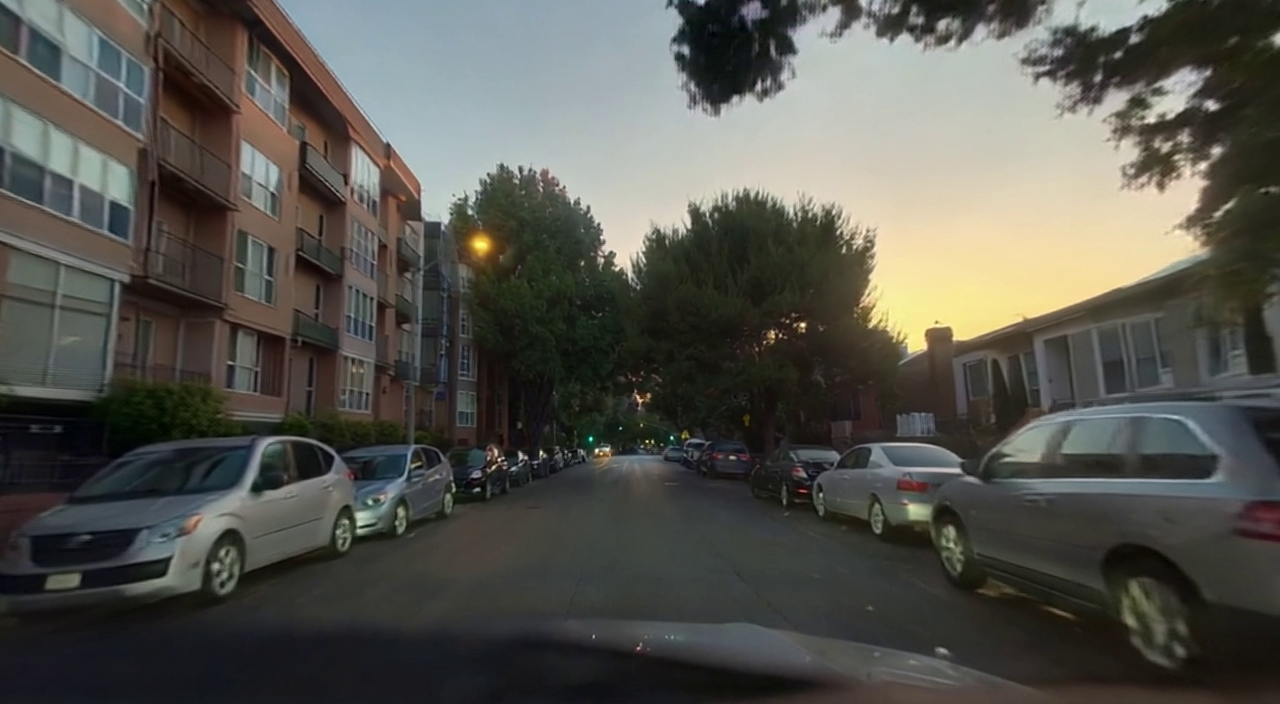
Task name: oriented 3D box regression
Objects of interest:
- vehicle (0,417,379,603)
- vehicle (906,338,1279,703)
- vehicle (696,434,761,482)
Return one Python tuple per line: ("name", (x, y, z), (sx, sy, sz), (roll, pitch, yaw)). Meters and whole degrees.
("vehicle", (-5.087, 1.695, 7.695), (2.274, 1.679, 3.639), (0, -8, -1))
("vehicle", (3.903, 1.154, 4.820), (1.911, 1.835, 4.599), (-1, -8, 3))
("vehicle", (3.571, 4.384, 26.489), (1.912, 1.781, 5.159), (0, -8, -1))
